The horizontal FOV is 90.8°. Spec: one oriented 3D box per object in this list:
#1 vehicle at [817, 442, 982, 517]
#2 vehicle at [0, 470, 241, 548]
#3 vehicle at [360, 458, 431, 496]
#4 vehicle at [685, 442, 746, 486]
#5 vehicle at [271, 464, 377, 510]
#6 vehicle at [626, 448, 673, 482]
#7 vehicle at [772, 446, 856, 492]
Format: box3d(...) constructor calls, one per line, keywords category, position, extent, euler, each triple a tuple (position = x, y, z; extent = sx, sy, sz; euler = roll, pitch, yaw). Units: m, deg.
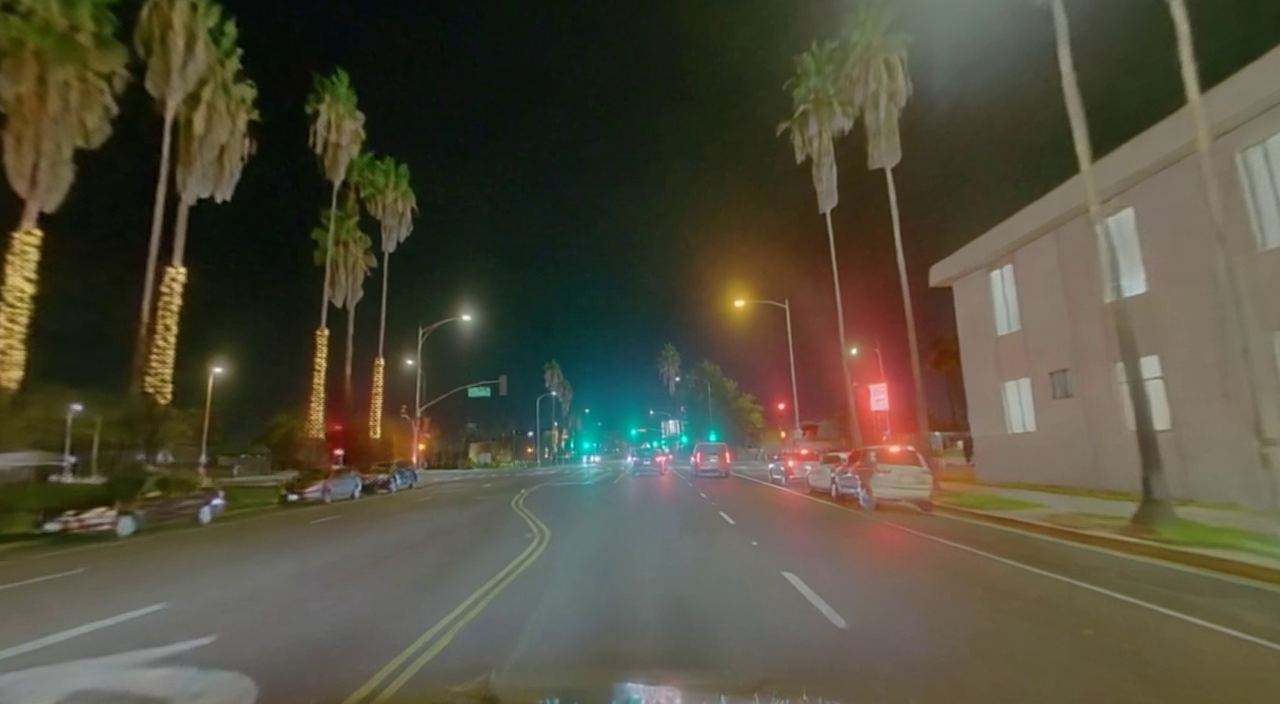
box3d(category="vehicle", position=(6.478, 3.213, 16.562), extent=(2.174, 1.643, 4.860), euler=(0, -8, -1))
box3d(category="vehicle", position=(-12.295, 3.734, 15.418), extent=(2.188, 1.490, 4.511), euler=(-3, -12, 0))
box3d(category="vehicle", position=(-12.299, 6.372, 32.124), extent=(1.949, 1.682, 4.094), euler=(-3, -11, 0))
box3d(category="vehicle", position=(3.122, 4.747, 27.122), extent=(2.003, 1.702, 4.288), euler=(0, -8, -1))
box3d(category="vehicle", position=(-12.162, 5.225, 24.698), extent=(1.978, 1.501, 4.355), euler=(-3, -11, -1))
box3d(category="vehicle", position=(0.424, 5.372, 30.303), extent=(2.088, 1.452, 3.993), euler=(0, -8, 0))
box3d(category="vehicle", position=(6.680, 4.519, 24.800), extent=(2.157, 1.640, 4.228), euler=(0, -8, 1))
